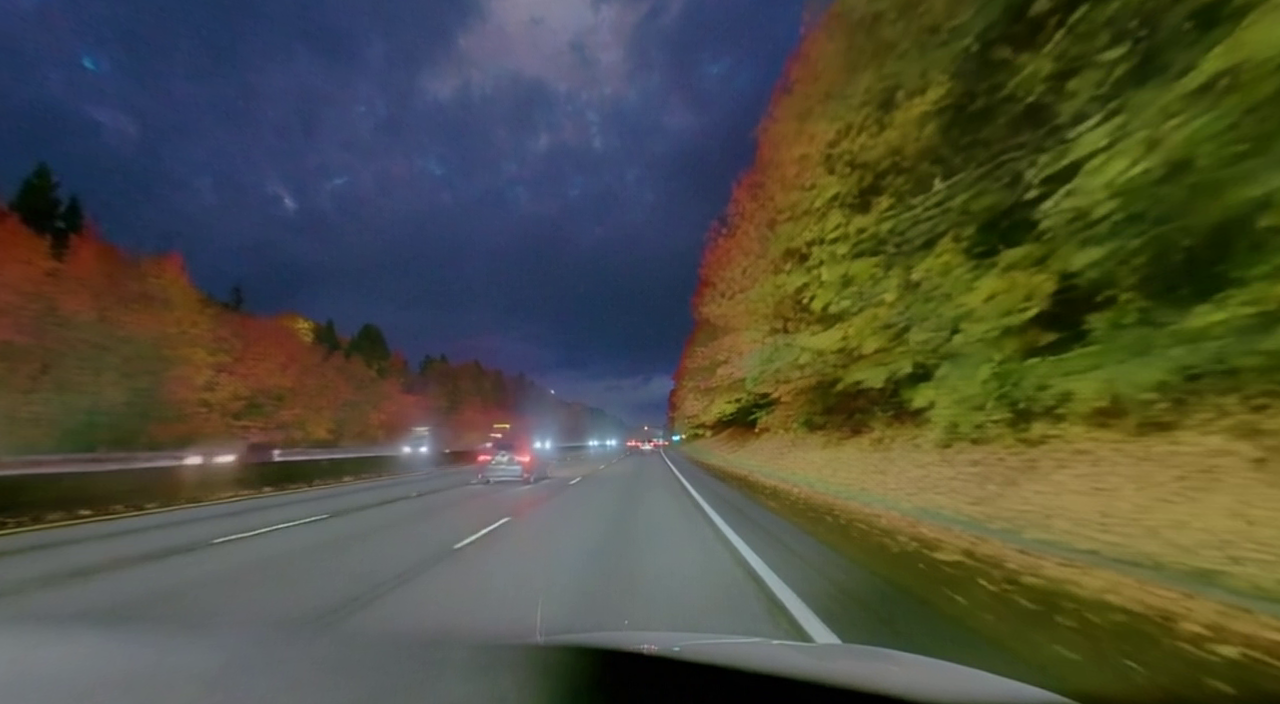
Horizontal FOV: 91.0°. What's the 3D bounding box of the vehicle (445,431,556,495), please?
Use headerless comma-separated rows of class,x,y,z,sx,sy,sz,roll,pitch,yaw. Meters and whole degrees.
vehicle,-3.905,3.197,18.556,2.123,1.643,4.479,0,-8,2

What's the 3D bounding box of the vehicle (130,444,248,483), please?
vehicle,-19.571,4.818,27.578,1.836,1.528,4.456,0,-8,1
